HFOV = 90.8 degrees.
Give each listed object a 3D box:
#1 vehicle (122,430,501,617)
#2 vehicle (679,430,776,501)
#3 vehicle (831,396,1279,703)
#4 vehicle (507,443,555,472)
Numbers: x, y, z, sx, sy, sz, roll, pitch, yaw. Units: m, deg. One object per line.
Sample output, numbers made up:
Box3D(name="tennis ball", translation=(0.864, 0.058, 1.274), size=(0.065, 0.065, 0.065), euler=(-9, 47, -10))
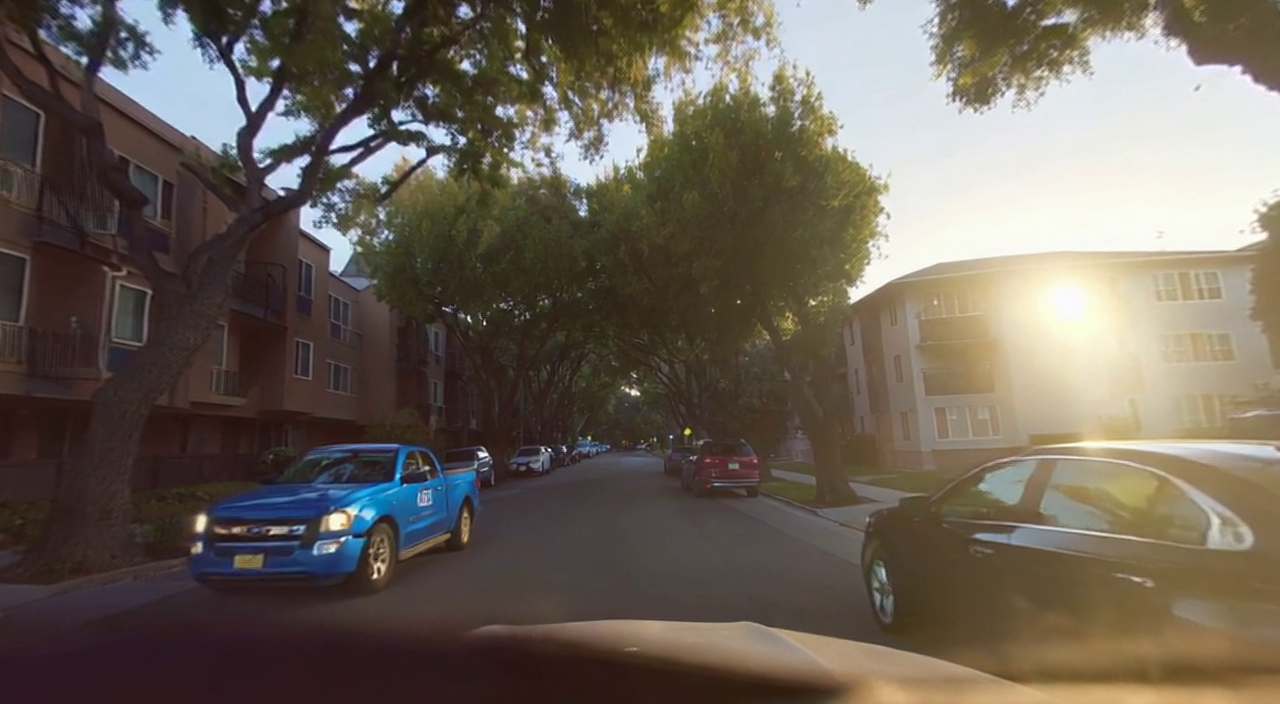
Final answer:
Box3D(name="vehicle", translation=(-3.224, 1.735, 7.484), size=(1.966, 1.515, 4.394), euler=(0, -8, 3))
Box3D(name="vehicle", translation=(2.199, 2.979, 17.049), size=(1.878, 1.664, 4.033), euler=(0, -8, -3))
Box3D(name="vehicle", translation=(2.610, 1.023, 2.792), size=(1.845, 1.479, 4.727), euler=(0, -8, -3))
Box3D(name="vehicle", translation=(-6.362, 6.198, 37.377), size=(1.959, 1.490, 4.361), euler=(0, -7, 1))
